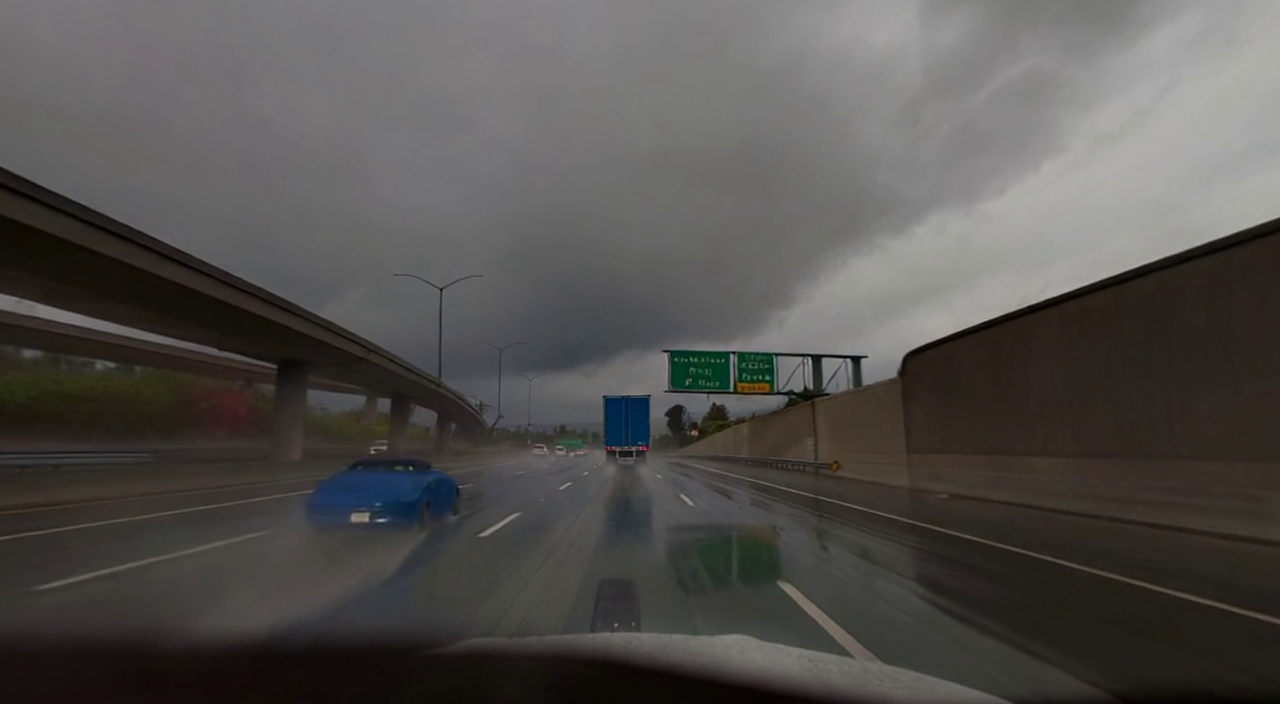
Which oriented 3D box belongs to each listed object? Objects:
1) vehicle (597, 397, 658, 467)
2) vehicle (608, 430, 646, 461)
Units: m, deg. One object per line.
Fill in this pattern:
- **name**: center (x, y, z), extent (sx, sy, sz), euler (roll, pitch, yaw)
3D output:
- **vehicle**: center (-0.620, 5.126, 39.547), extent (3.233, 3.678, 11.032), euler (1, -9, 1)
- **vehicle**: center (-0.731, 5.385, 36.520), extent (2.052, 1.666, 4.358), euler (0, -8, -1)
